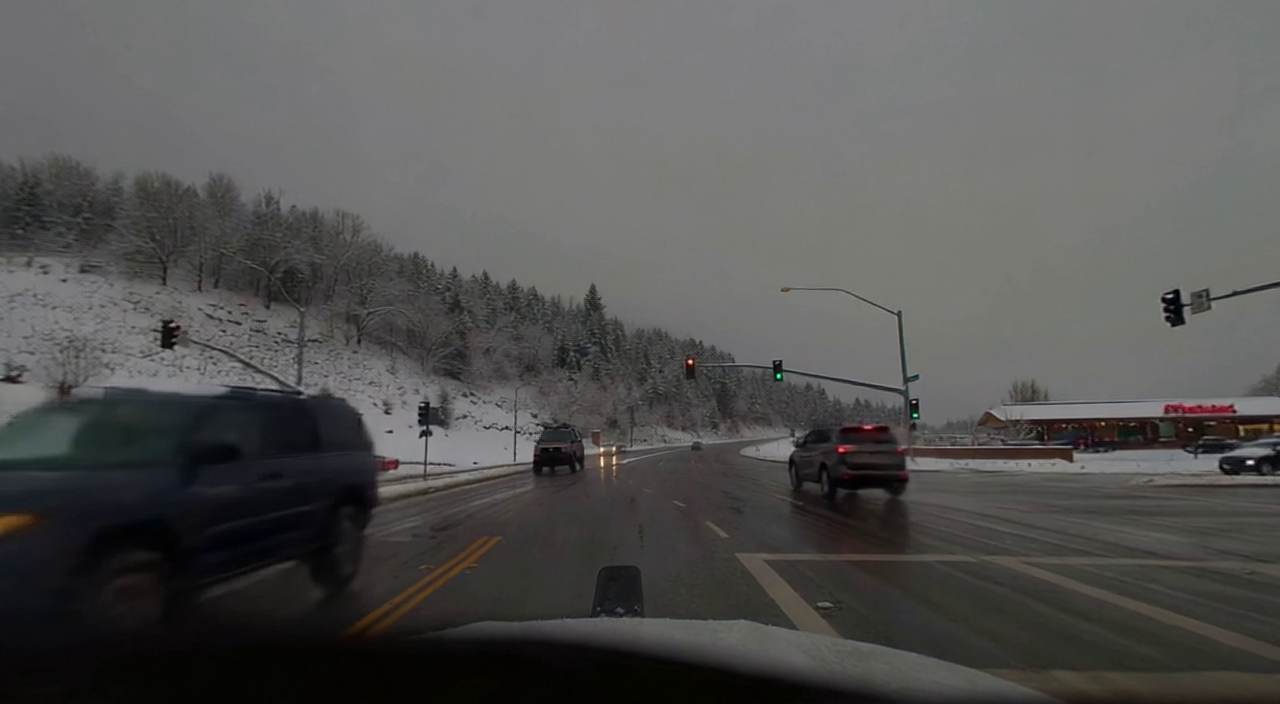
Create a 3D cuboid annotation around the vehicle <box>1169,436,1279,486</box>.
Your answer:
[{"bbox_3d":[25.058,4.464,26.054,4.546,1.944,2.051,1,-9,-5],"label":"vehicle"}]

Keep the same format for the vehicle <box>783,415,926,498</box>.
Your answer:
[{"bbox_3d":[6.340,3.192,19.467,2.388,2.201,5.139,0,-9,-3],"label":"vehicle"}]

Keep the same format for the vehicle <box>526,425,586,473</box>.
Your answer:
[{"bbox_3d":[-4.427,5.244,34.186,2.318,2.325,5.910,0,-8,1],"label":"vehicle"}]

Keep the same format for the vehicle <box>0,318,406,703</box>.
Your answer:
[{"bbox_3d":[-4.675,1.304,6.054,2.662,2.197,5.454,0,-8,1],"label":"vehicle"}]
